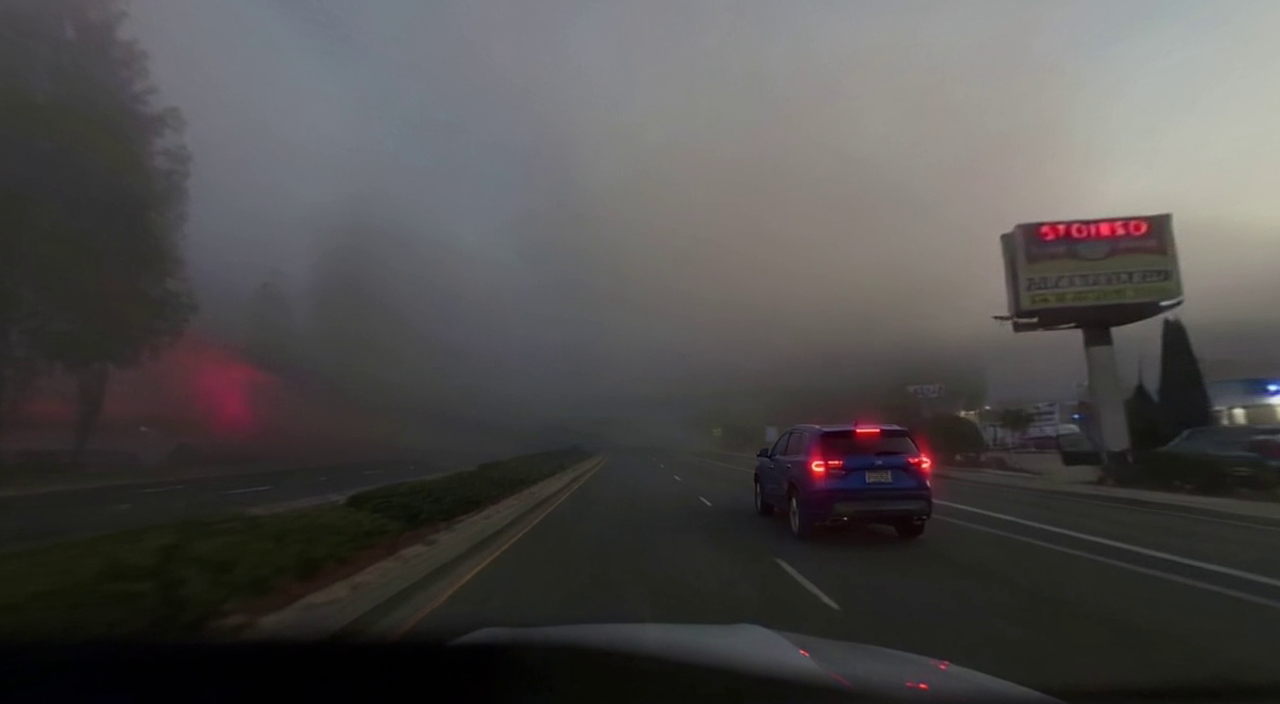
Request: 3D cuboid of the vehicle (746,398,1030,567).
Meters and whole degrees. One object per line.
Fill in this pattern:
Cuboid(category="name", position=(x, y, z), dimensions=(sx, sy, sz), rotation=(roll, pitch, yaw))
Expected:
Cuboid(category="vehicle", position=(3.047, 1.733, 9.122), dimensions=(2.130, 1.790, 4.615), rotation=(0, -9, -1))
